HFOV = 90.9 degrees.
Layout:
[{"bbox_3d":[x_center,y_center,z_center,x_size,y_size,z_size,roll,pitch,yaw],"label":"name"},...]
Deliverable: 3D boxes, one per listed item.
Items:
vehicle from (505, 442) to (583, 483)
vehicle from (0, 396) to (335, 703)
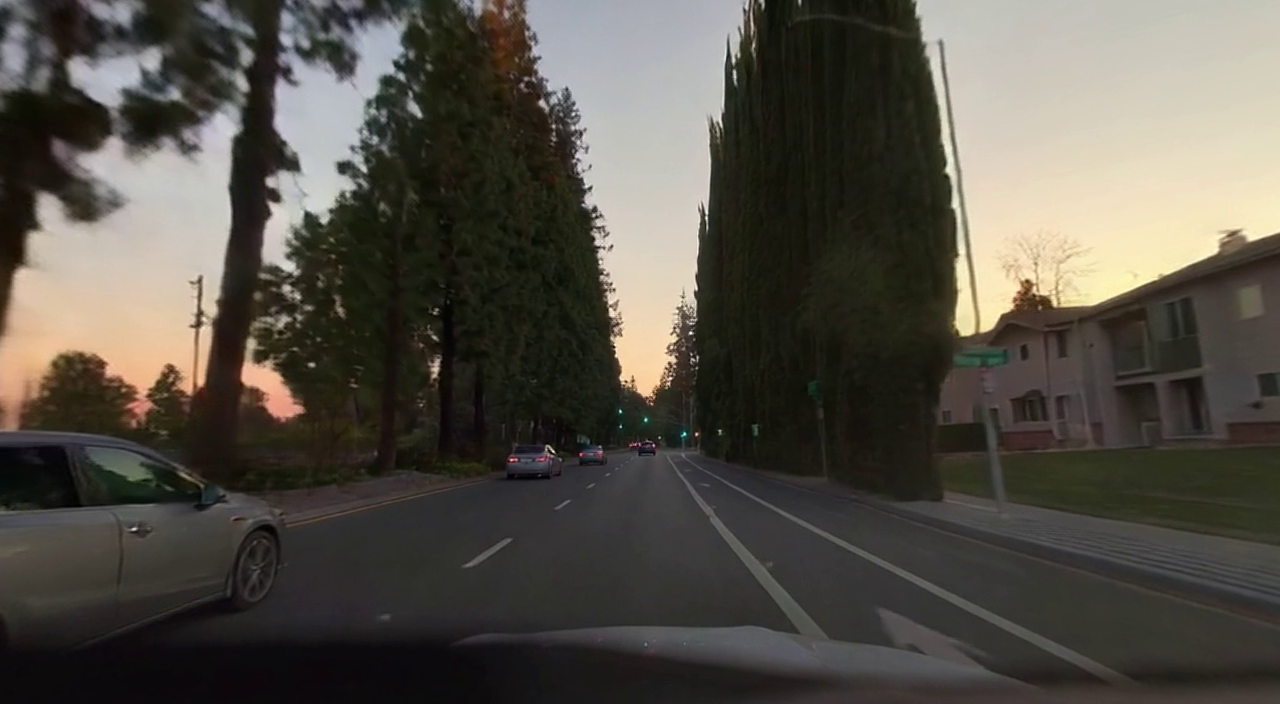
[{"bbox_3d":[-3.704,4.355,25.245,2.188,1.473,4.651,0,-8,2],"label":"vehicle"},{"bbox_3d":[-4.104,1.084,3.594,2.190,1.545,4.943,0,-8,1],"label":"vehicle"}]
